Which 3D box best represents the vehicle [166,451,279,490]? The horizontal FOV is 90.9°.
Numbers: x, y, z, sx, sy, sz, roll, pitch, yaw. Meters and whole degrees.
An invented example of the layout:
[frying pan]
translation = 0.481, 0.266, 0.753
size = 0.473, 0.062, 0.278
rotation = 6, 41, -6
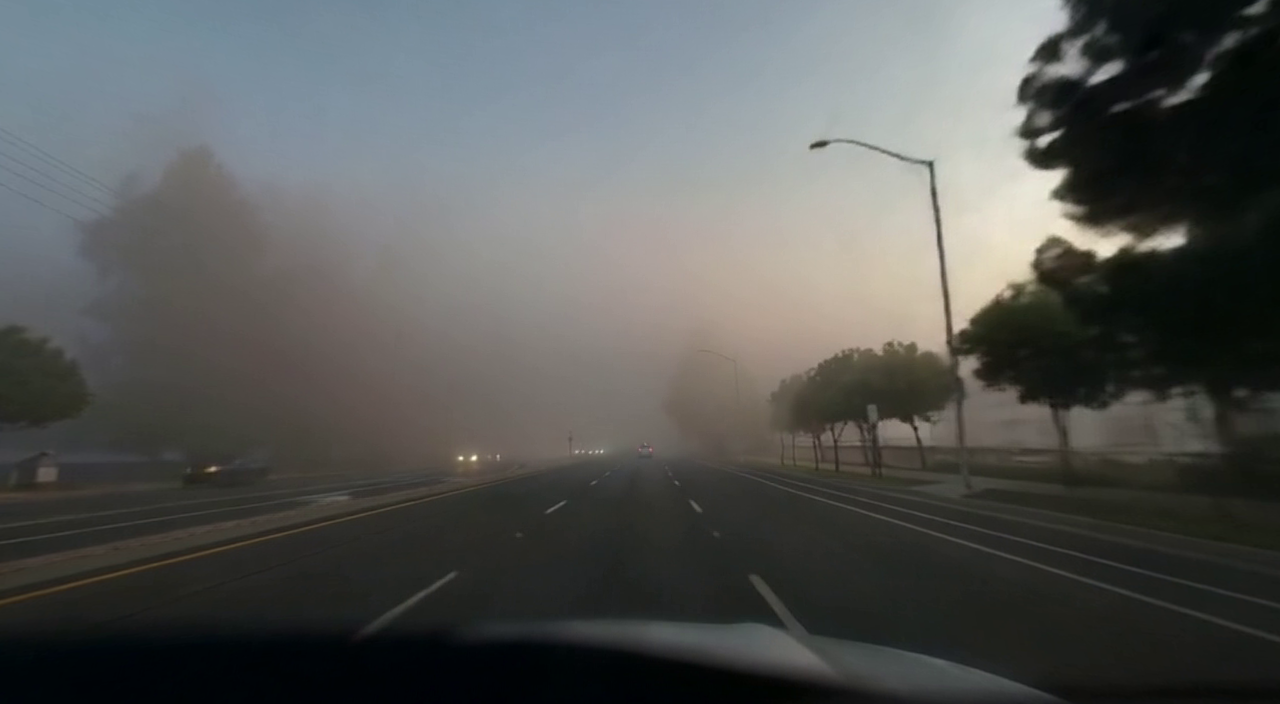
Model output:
[vehicle]
translation = -20.173, 5.716, 30.777
size = 2.025, 1.643, 4.880
rotation = -2, -8, 3
